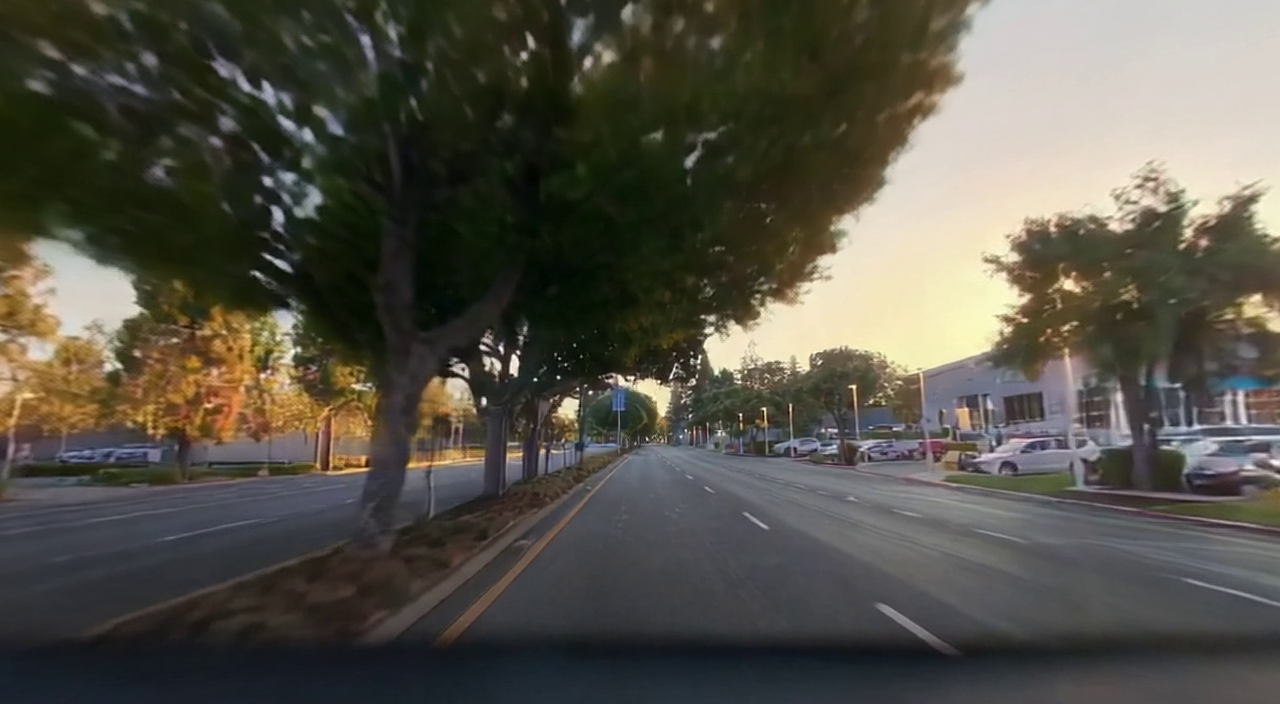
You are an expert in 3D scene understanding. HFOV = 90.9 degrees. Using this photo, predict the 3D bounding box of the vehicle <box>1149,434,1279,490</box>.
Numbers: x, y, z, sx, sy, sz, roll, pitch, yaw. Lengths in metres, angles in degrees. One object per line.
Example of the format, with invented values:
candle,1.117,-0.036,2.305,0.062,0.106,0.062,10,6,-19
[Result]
vehicle,17.726,3.116,18.029,4.595,1.466,2.028,0,-9,-4
